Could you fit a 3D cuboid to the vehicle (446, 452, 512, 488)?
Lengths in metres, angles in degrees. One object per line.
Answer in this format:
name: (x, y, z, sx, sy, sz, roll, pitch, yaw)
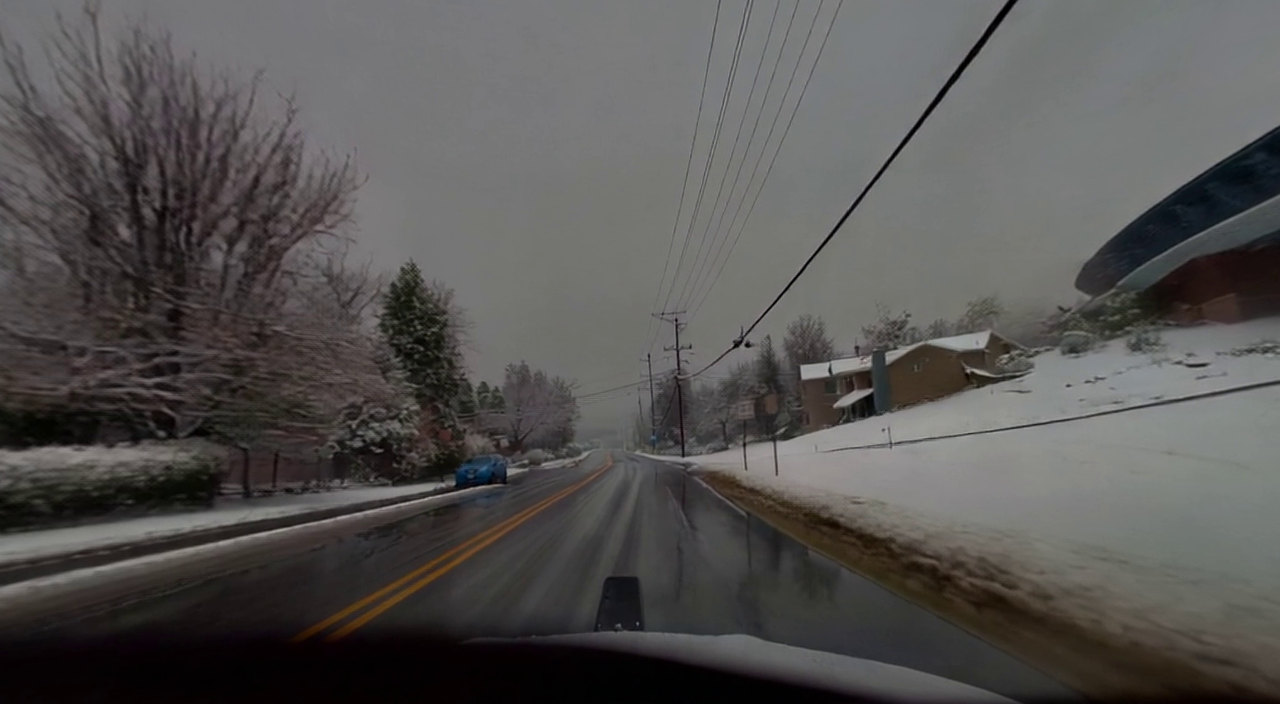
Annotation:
vehicle: (-8.195, 6.019, 32.539, 2.114, 1.693, 4.468, 0, -9, 1)
